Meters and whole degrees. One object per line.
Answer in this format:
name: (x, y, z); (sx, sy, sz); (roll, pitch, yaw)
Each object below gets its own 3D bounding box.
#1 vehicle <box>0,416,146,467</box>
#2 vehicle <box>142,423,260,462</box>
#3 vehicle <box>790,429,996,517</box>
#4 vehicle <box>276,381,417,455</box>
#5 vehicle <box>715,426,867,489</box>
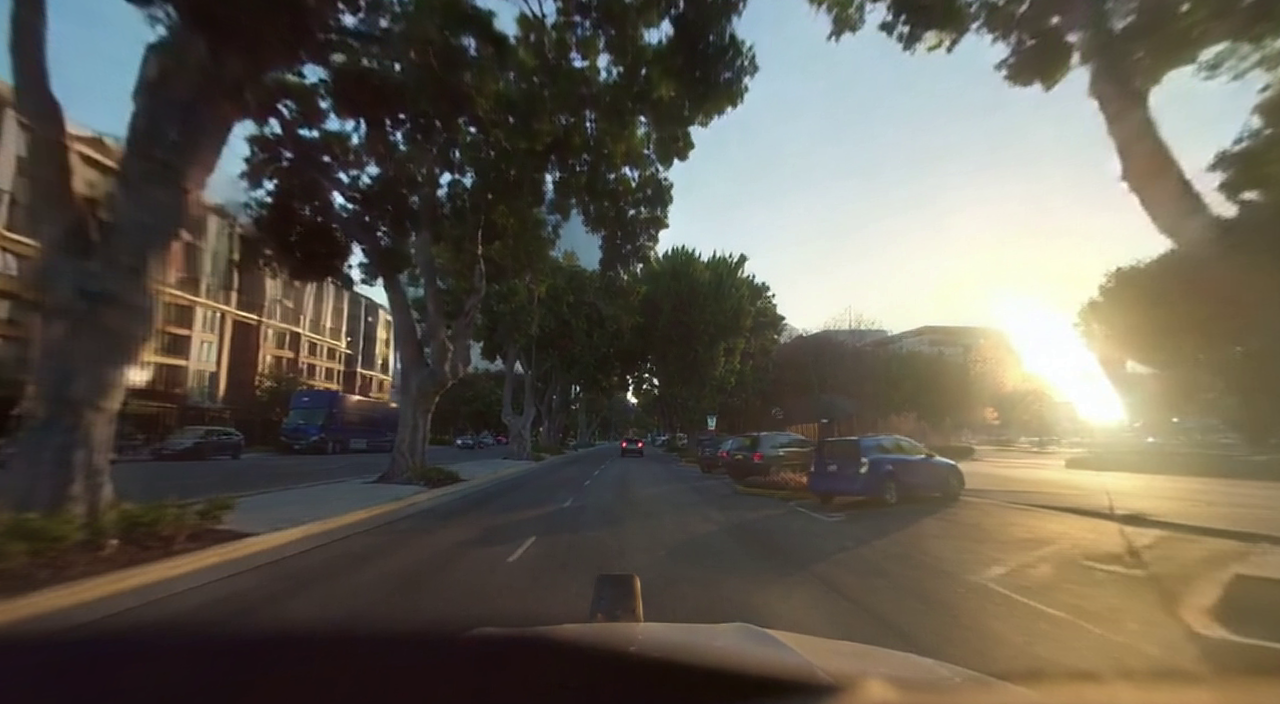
vehicle: (-19.018, 3.011, 21.189); (1.792, 1.554, 3.682); (0, -8, -2)
vehicle: (-18.770, 3.915, 27.211); (1.909, 1.518, 4.459); (-1, -8, 0)
vehicle: (5.063, 2.265, 12.384); (4.275, 1.428, 1.774); (6, -10, -38)
vehicle: (-19.101, 4.742, 42.688); (3.054, 4.140, 14.110); (-1, -8, -1)
vehicle: (4.611, 3.099, 18.946); (4.585, 1.660, 1.969); (6, -10, -37)
